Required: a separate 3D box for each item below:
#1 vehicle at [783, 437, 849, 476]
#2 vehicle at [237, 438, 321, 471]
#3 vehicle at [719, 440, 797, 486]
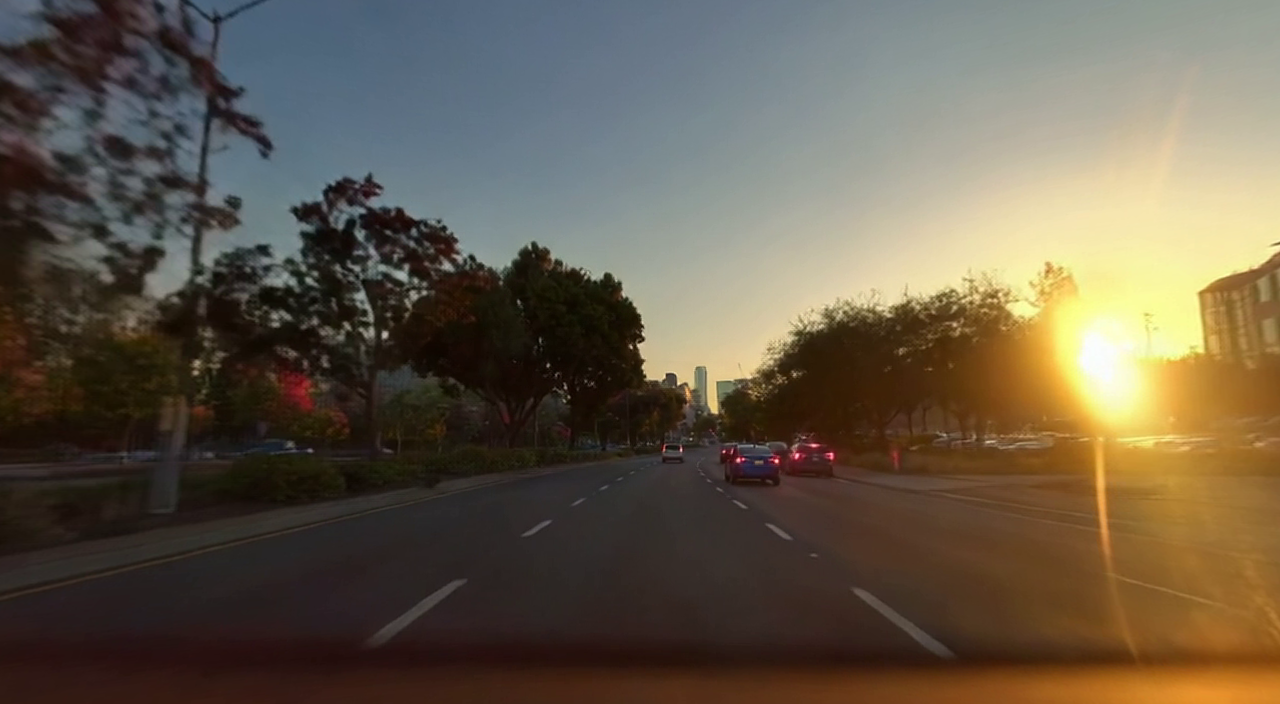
[{"bbox_3d":[8.735,5.236,31.753,2.104,1.801,4.628,0,-8,2],"label":"vehicle"},{"bbox_3d":[-19.370,5.487,34.085,2.140,1.626,4.526,0,-8,-5],"label":"vehicle"},{"bbox_3d":[4.168,3.992,22.989,1.981,1.499,4.536,0,-8,0],"label":"vehicle"}]
